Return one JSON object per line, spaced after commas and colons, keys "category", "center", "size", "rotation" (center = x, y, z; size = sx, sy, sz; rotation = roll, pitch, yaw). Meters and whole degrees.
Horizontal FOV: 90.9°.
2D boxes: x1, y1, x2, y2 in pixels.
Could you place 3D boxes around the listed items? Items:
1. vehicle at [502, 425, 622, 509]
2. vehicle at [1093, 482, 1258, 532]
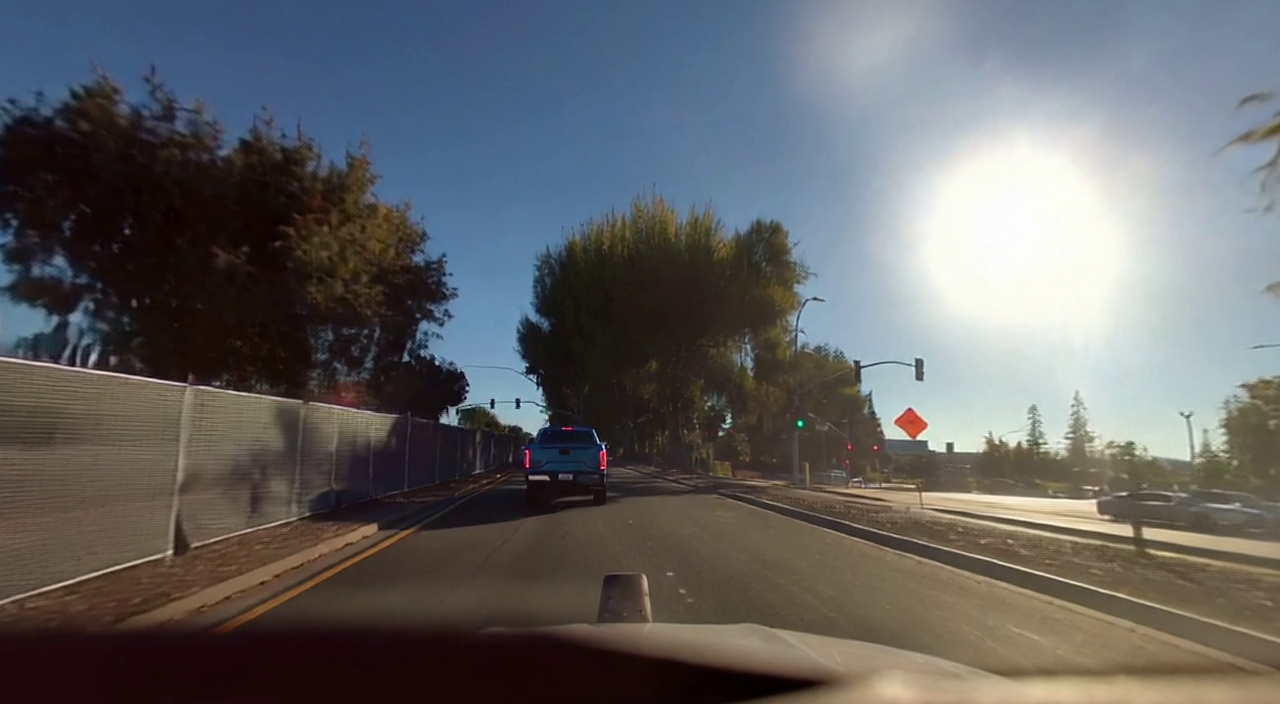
{"category": "vehicle", "center": [-1.776, 2.749, 15.650], "size": [2.436, 1.698, 5.322], "rotation": [0, -8, -4]}
{"category": "vehicle", "center": [19.286, 5.558, 23.026], "size": [1.808, 1.467, 4.360], "rotation": [2, -10, -8]}
